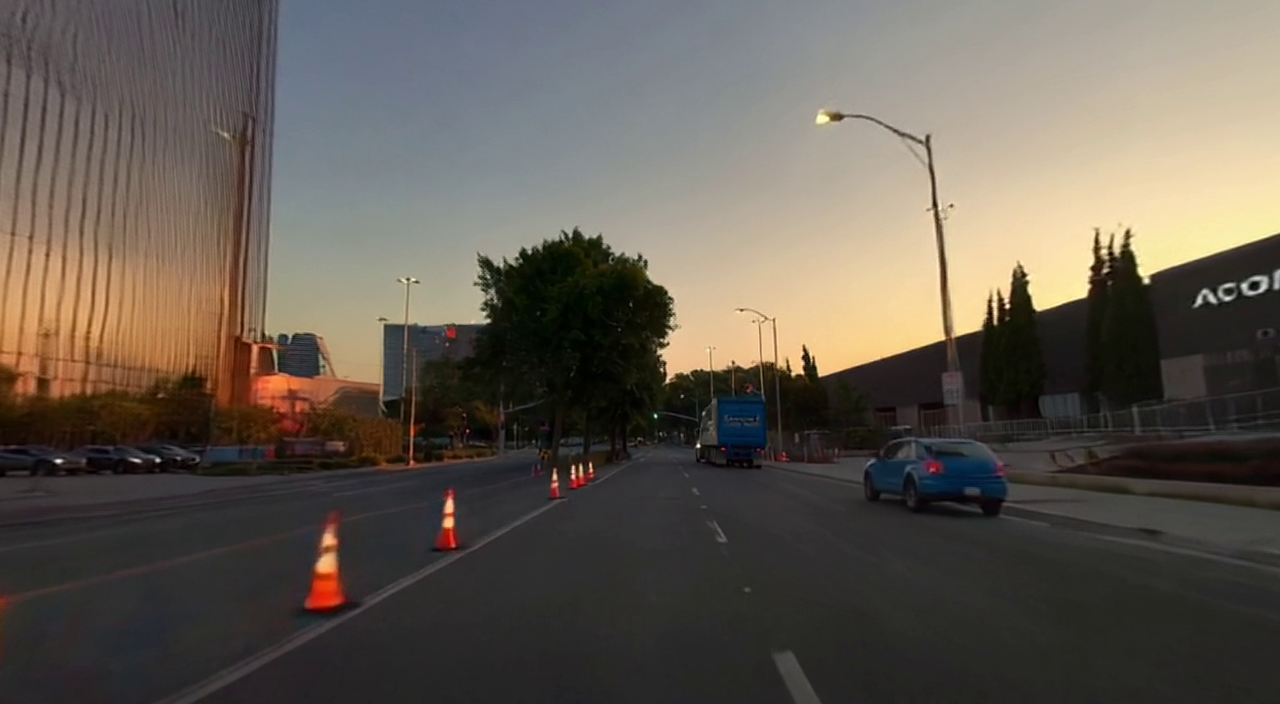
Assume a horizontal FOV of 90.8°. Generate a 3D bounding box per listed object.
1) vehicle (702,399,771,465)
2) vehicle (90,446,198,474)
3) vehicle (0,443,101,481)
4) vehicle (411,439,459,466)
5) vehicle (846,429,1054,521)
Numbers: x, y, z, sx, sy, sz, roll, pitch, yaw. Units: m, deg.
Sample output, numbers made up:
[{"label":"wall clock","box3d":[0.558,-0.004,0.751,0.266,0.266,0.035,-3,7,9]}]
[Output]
[{"label":"vehicle","box3d":[6.276,5.507,42.870,3.176,3.913,9.805,0,-8,0]},{"label":"vehicle","box3d":[-24.895,5.433,31.802,3.905,1.345,1.737,0,-8,-1]},{"label":"vehicle","box3d":[-25.547,4.561,26.366,4.237,1.490,1.901,1,-8,-3]},{"label":"vehicle","box3d":[-15.881,7.810,49.222,1.937,1.984,4.928,0,-8,1]},{"label":"vehicle","box3d":[6.237,2.506,13.477,2.098,1.619,4.433,0,-8,-1]}]
